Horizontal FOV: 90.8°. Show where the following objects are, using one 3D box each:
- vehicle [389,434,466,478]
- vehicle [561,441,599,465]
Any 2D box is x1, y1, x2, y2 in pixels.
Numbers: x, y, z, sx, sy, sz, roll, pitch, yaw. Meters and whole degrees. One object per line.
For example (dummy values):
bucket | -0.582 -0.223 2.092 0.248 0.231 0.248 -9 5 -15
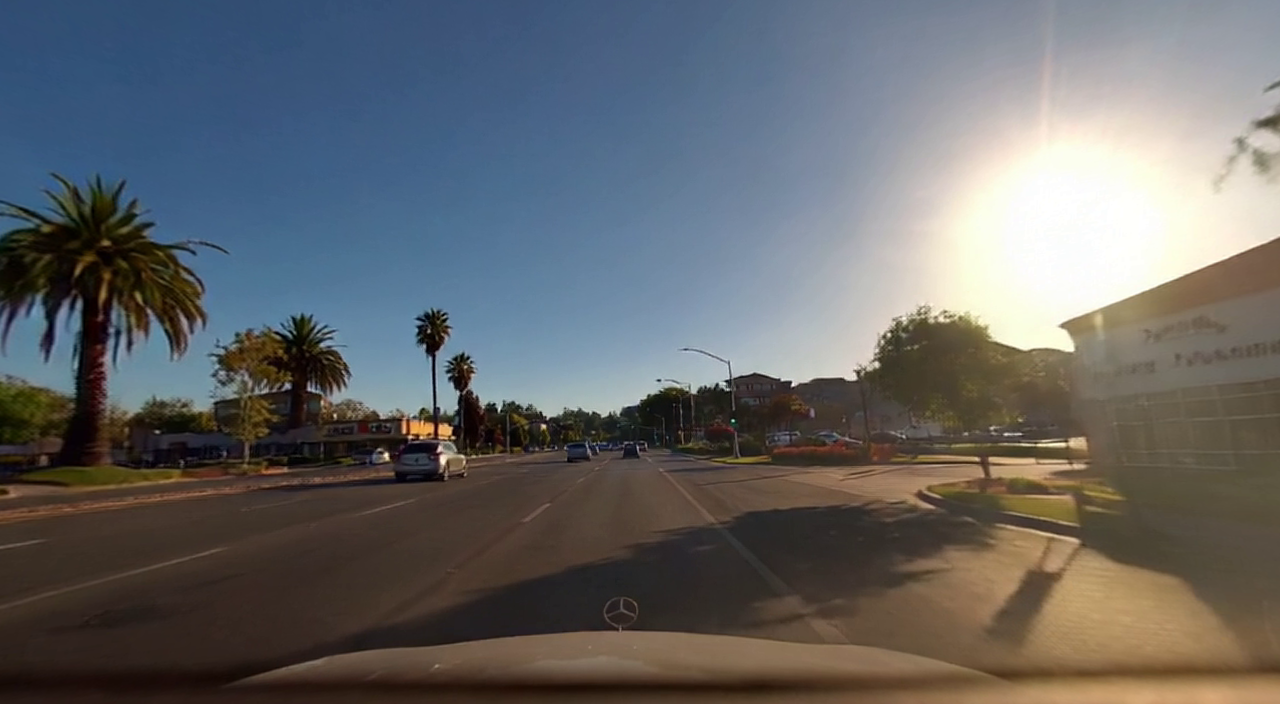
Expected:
vehicle | -9.207 4.536 27.764 2.022 1.746 4.406 0 -9 -3
vehicle | -3.871 6.634 41.725 2.181 1.483 4.123 0 -9 -1
